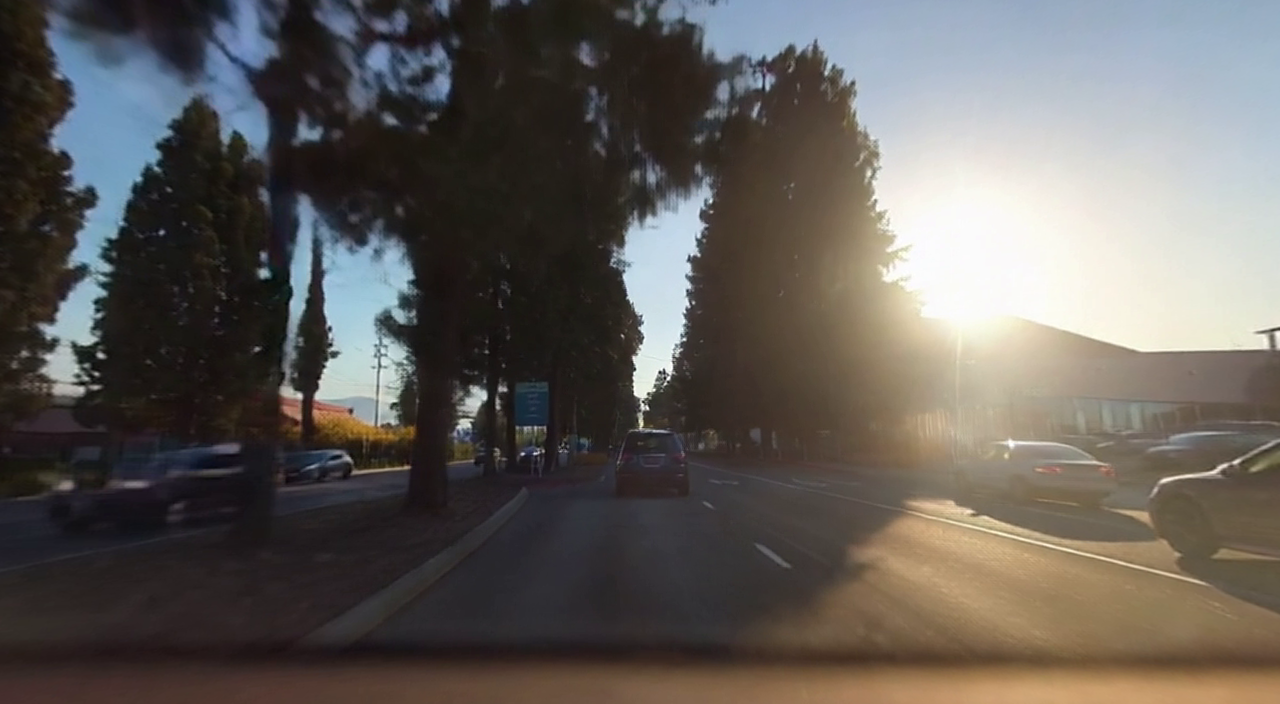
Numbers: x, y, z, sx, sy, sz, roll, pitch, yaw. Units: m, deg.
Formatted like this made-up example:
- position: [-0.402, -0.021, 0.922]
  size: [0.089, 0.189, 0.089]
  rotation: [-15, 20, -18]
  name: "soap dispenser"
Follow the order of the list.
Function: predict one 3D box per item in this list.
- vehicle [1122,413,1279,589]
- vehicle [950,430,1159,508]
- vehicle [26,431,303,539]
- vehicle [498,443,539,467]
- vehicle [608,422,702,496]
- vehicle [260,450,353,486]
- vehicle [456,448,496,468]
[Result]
- position: [6.476, 1.203, 4.910]
  size: [1.994, 1.488, 4.313]
  rotation: [0, -8, -1]
  name: "vehicle"
- position: [9.296, 2.644, 14.745]
  size: [1.894, 1.517, 4.419]
  rotation: [0, -8, 1]
  name: "vehicle"
- position: [-9.124, 2.547, 12.819]
  size: [2.104, 1.778, 4.520]
  rotation: [0, -8, -1]
  name: "vehicle"
- position: [-8.903, 7.578, 46.589]
  size: [2.120, 1.628, 4.331]
  rotation: [0, -8, 0]
  name: "vehicle"
- position: [0.261, 3.108, 18.677]
  size: [2.300, 1.870, 4.936]
  rotation: [1, -8, -4]
  name: "vehicle"
- position: [-16.162, 5.621, 30.974]
  size: [1.952, 1.569, 4.886]
  rotation: [0, -8, -1]
  name: "vehicle"
- position: [-12.677, 8.184, 49.021]
  size: [1.866, 1.491, 4.495]
  rotation: [0, -8, 0]
  name: "vehicle"
